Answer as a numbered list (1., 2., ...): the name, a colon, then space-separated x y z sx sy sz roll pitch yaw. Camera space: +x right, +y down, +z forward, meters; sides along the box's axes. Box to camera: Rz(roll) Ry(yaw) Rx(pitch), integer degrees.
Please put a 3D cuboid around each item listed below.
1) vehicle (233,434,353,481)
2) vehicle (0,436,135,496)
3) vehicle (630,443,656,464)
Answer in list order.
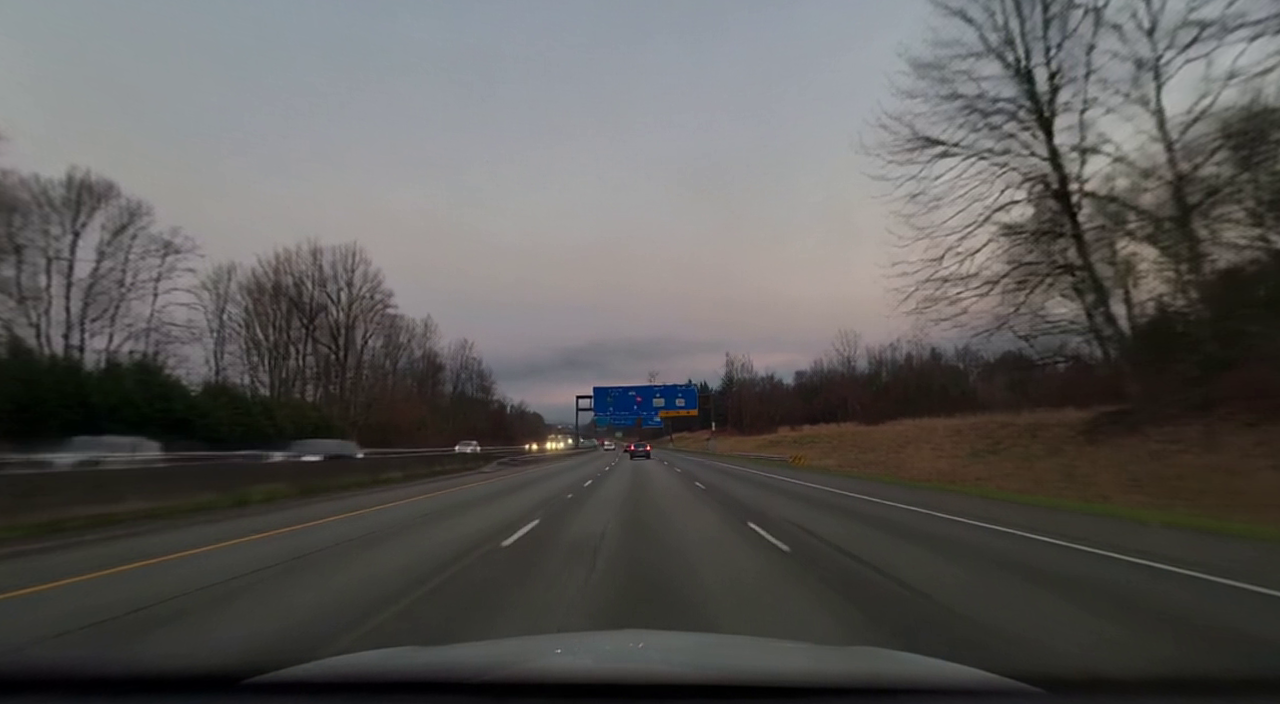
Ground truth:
1. vehicle: -13.056 3.989 23.977 2.016 1.578 4.479 0 -8 0
2. vehicle: -17.123 3.155 17.646 1.927 1.509 4.717 0 -8 0
3. vehicle: 0.220 7.424 45.994 1.859 1.478 3.799 0 -8 0
